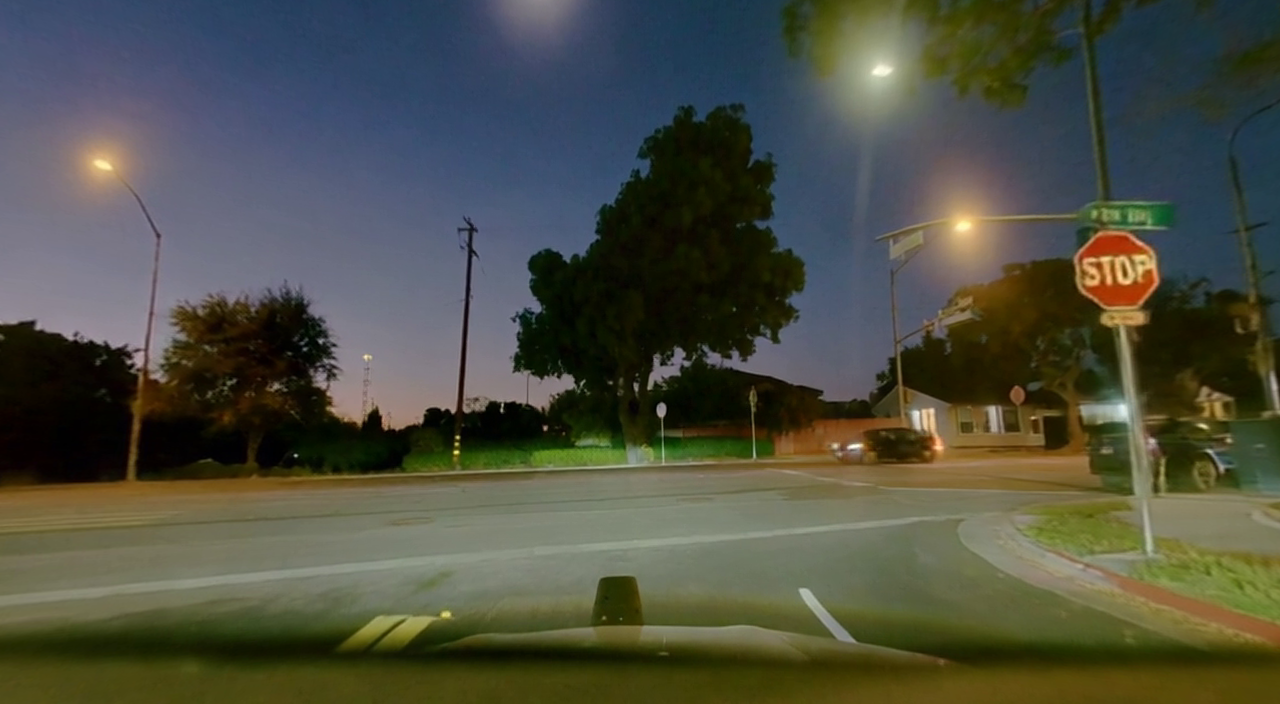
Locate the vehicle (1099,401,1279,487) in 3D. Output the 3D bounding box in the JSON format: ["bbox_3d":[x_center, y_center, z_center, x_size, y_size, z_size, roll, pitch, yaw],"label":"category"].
[{"bbox_3d":[12.801,1.993,13.749,4.208,1.685,2.014,1,-8,-8],"label":"vehicle"}]

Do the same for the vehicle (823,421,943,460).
[{"bbox_3d":[9.968,3.653,26.022,4.296,1.499,1.814,2,-8,-13],"label":"vehicle"}]
